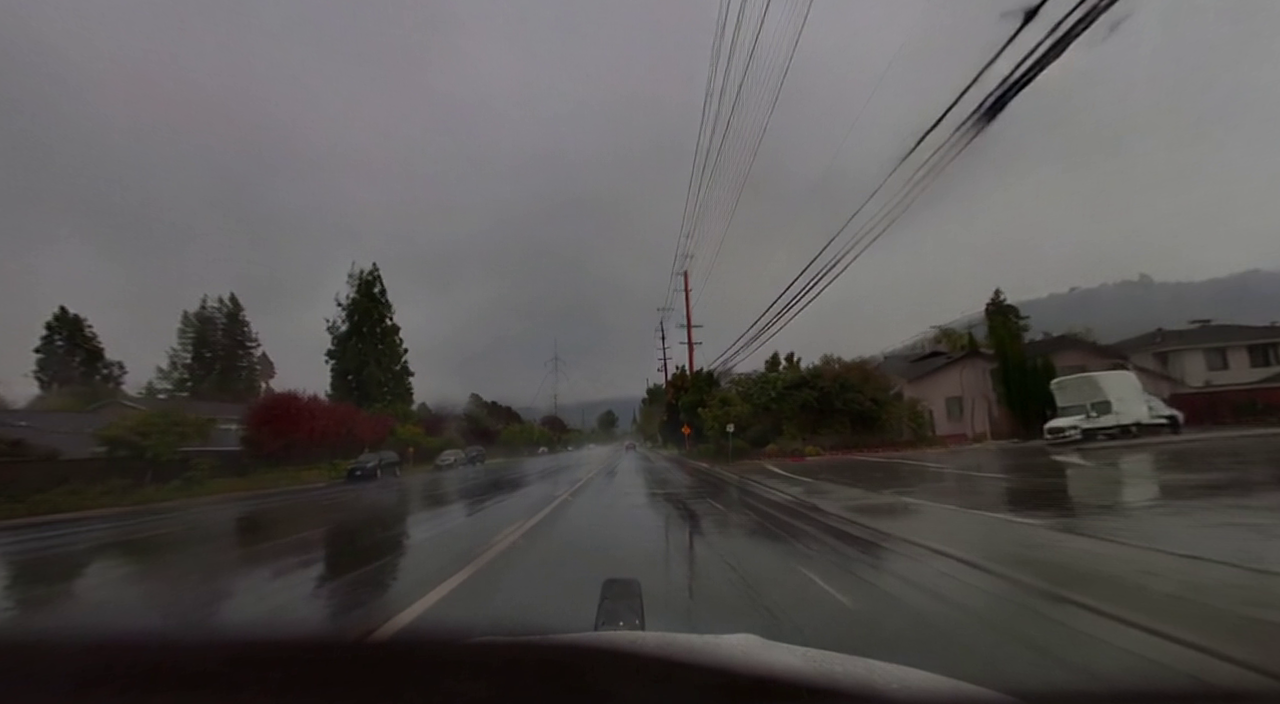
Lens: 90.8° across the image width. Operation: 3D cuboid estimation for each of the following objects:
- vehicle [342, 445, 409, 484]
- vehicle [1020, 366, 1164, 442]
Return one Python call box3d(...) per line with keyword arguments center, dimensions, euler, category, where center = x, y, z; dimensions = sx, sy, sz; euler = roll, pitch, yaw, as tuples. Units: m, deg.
box3d(center=(-16.073, 6.803, 38.699), dimensions=(2.071, 1.883, 4.915), euler=(-7, -7, -3), category="vehicle")
box3d(center=(23.712, 2.813, 33.621), dimensions=(2.696, 3.581, 5.969), euler=(-2, -6, -5), category="vehicle")
